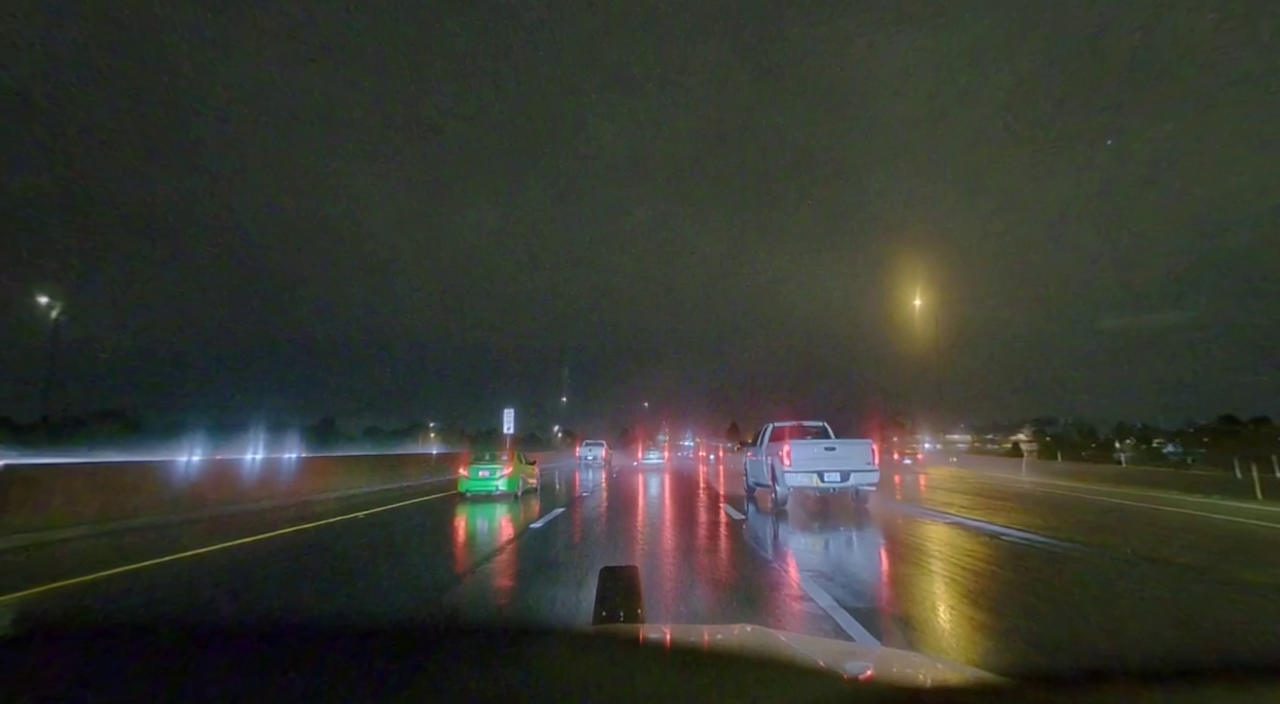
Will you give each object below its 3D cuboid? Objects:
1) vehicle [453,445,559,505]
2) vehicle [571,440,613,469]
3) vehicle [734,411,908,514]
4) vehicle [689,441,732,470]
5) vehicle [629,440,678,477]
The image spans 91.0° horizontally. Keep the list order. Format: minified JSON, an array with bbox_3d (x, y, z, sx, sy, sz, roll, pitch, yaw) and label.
[{"bbox_3d":[-3.529,3.326,17.480,1.947,1.424,4.264,0,-9,1],"label":"vehicle"},{"bbox_3d":[-3.041,6.629,40.892,2.176,1.783,4.799,0,-9,1],"label":"vehicle"},{"bbox_3d":[3.859,2.514,14.776,2.340,1.925,5.529,1,-9,-1],"label":"vehicle"},{"bbox_3d":[4.307,6.386,39.073,2.145,1.636,4.437,0,-9,0],"label":"vehicle"},{"bbox_3d":[0.622,4.939,29.472,2.147,1.572,4.094,0,-9,1],"label":"vehicle"}]
